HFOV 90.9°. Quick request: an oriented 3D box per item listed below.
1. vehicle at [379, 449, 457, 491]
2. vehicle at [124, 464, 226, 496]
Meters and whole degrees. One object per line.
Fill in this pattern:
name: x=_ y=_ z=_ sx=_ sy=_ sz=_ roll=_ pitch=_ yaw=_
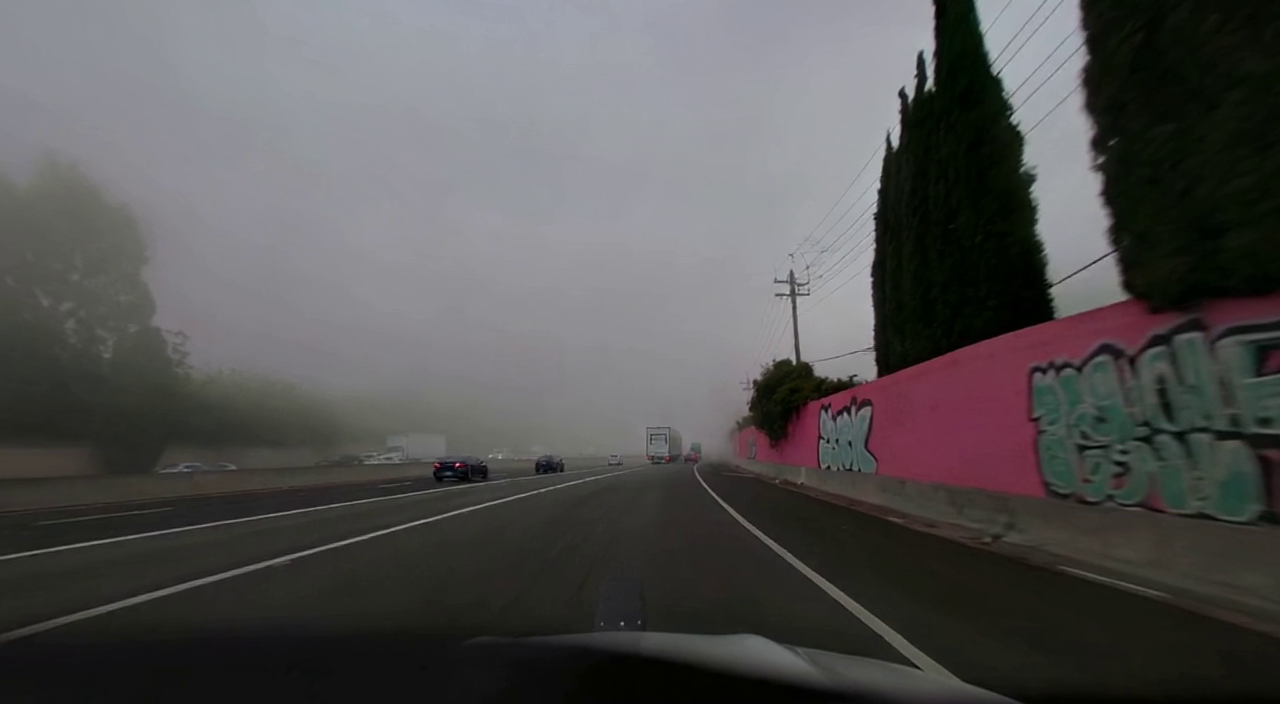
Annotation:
vehicle: x=-8.498 y=4.524 z=24.375 sx=1.708 sy=1.489 sz=2.840 roll=-1 pitch=-9 yaw=6
vehicle: x=-24.167 y=6.632 z=32.963 sx=1.811 sy=1.426 sz=4.262 roll=-1 pitch=-9 yaw=5
